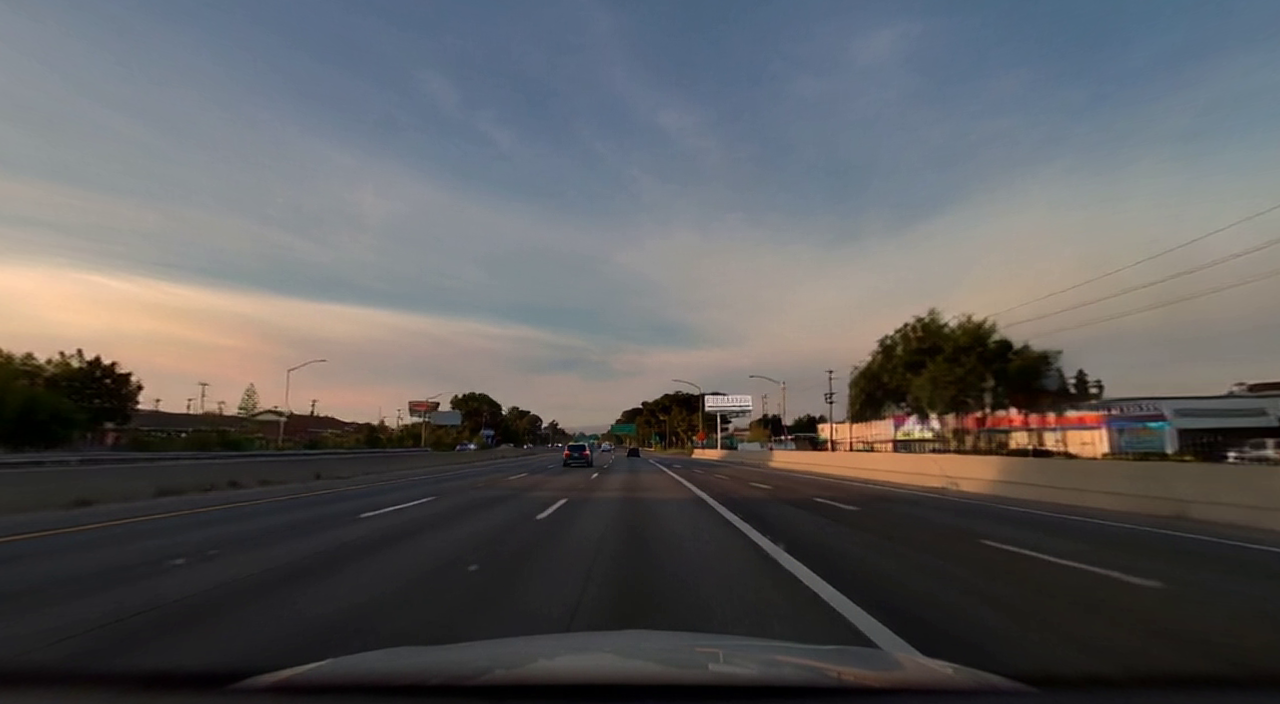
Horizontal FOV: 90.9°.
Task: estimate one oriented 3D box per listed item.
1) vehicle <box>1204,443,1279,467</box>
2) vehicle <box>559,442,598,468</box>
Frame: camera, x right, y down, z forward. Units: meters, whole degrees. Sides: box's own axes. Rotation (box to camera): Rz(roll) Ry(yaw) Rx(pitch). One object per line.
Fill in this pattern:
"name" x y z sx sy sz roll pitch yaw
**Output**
"vehicle" 47.122 7.920 48.817 1.922 1.739 4.652 4 -9 -27
"vehicle" -4.316 7.344 45.194 2.236 1.736 5.585 0 -8 0
